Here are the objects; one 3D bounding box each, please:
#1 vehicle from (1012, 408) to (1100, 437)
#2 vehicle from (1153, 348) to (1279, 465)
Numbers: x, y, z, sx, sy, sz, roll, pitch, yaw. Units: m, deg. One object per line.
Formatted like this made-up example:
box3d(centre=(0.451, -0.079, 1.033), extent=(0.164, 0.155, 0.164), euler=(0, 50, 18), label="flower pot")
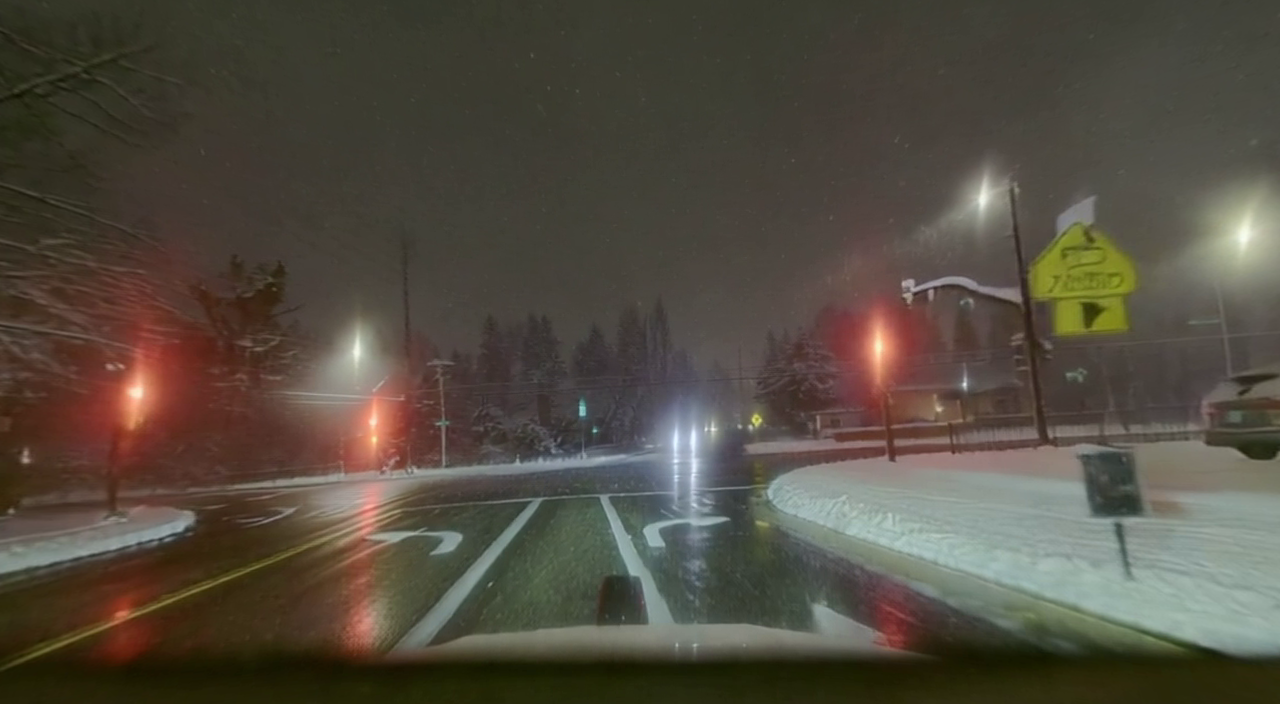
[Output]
box3d(centre=(27.470, 4.661, 41.531), extent=(4.475, 1.837, 1.961), euler=(1, -8, -5), label="vehicle")
box3d(centre=(12.301, 1.051, 11.111), extent=(4.562, 1.850, 2.130), euler=(1, -9, -3), label="vehicle")
